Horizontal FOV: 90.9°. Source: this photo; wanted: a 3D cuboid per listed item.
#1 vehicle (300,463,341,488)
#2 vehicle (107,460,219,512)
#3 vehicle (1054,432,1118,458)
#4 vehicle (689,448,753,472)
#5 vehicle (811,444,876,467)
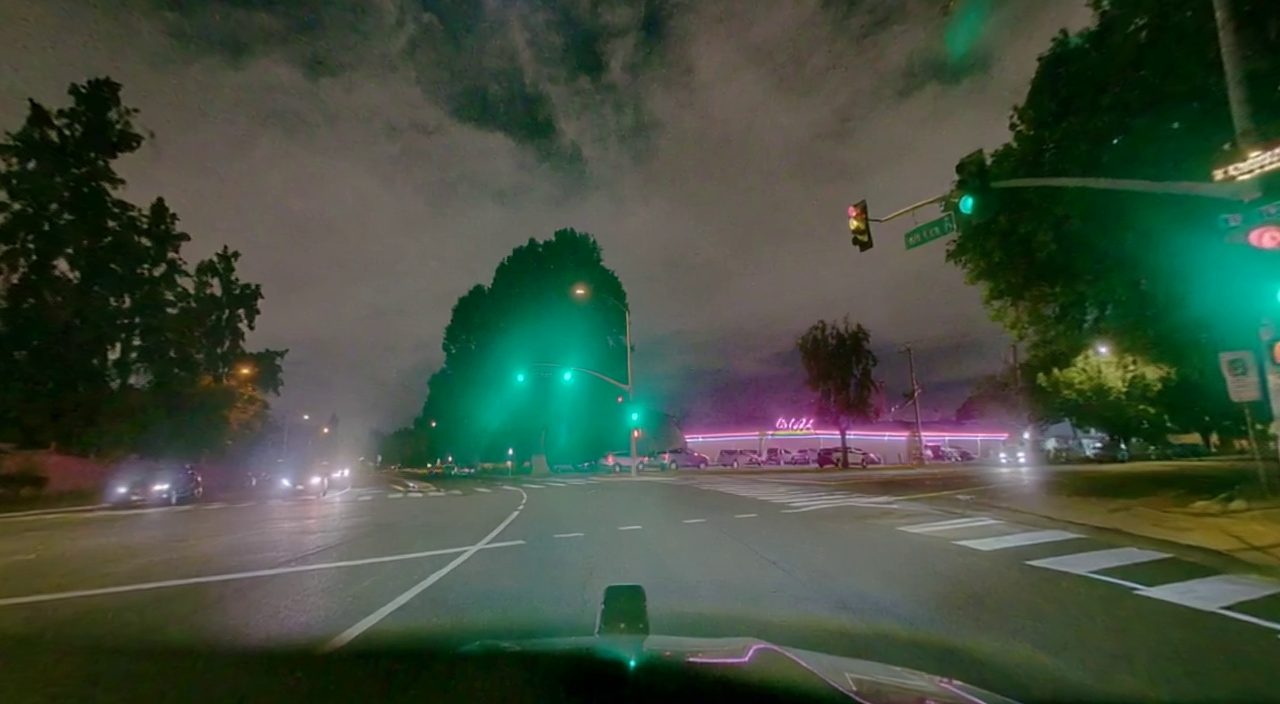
[{"bbox_3d":[-22.273,8.601,44.134,1.961,1.492,4.702,3,-9,-20],"label":"vehicle"},{"bbox_3d":[-19.527,5.435,26.104,2.124,1.793,4.709,3,-9,-17],"label":"vehicle"},{"bbox_3d":[32.987,6.868,46.550,4.781,1.849,2.355,6,-11,-36],"label":"vehicle"},{"bbox_3d":[6.130,8.155,47.877,4.375,1.685,2.045,4,-9,-24],"label":"vehicle"},{"bbox_3d":[15.381,7.797,47.639,4.530,1.696,1.979,4,-10,-26],"label":"vehicle"}]
